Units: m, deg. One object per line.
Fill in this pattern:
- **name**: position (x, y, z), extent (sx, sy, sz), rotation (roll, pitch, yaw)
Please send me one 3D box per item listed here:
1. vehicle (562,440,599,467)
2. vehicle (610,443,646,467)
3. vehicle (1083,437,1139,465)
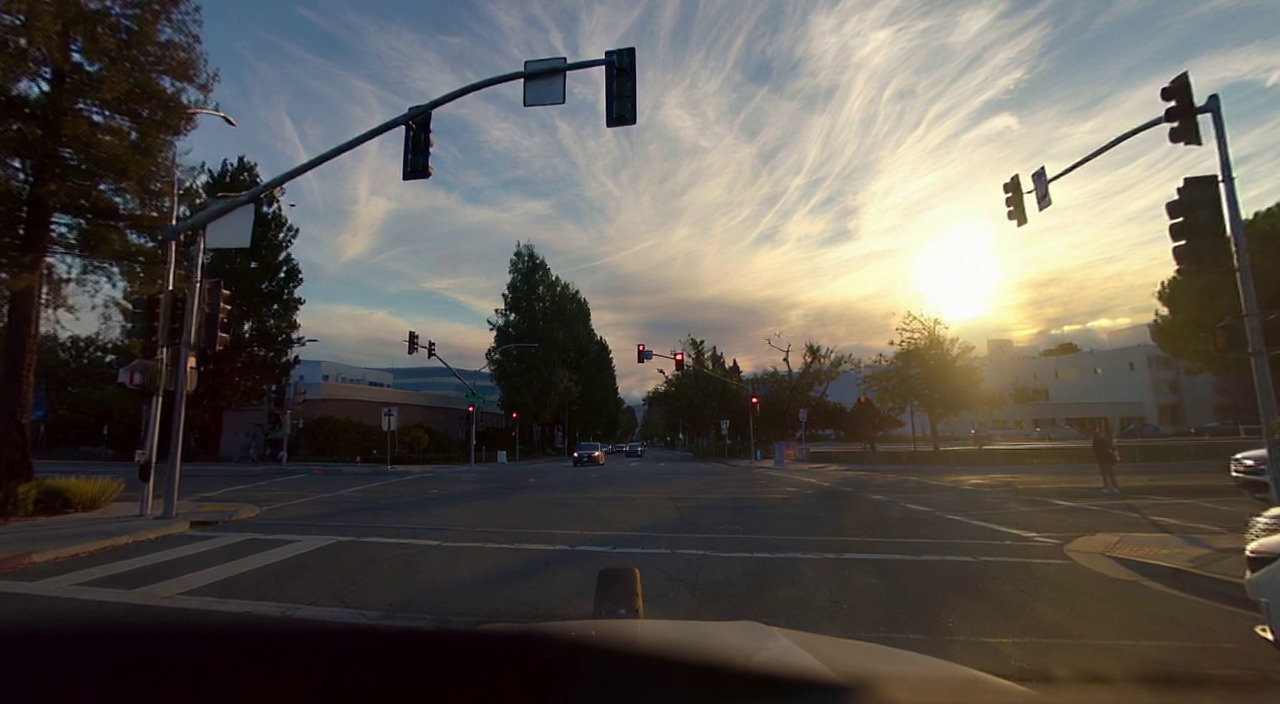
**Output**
- **vehicle**: position (-4.105, 7.108, 44.318), extent (2.251, 1.756, 4.610), rotation (0, -9, -2)
- **vehicle**: position (-0.843, 6.827, 41.990), extent (2.056, 1.492, 3.937), rotation (1, -9, -6)
- **vehicle**: position (26.979, 5.658, 36.139), extent (2.092, 1.474, 4.046), rotation (-8, -11, 41)
